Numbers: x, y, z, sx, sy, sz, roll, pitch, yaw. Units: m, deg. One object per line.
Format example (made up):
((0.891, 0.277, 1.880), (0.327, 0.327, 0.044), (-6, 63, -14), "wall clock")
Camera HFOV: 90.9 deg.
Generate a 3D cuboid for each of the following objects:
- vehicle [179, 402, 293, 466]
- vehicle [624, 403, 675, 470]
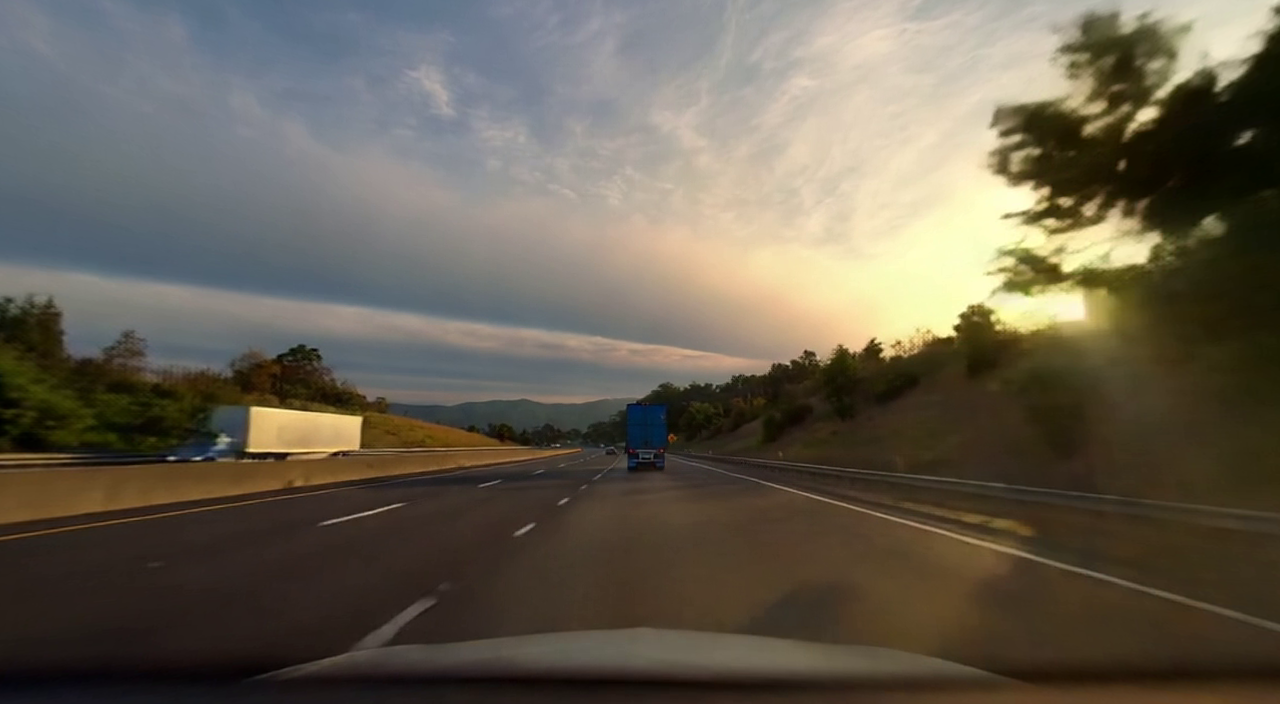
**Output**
((-23.322, 4.839, 36.836), (2.826, 3.425, 5.785), (0, -9, -2), "vehicle")
((0.415, 5.927, 43.466), (3.055, 4.009, 10.972), (0, -9, -2), "vehicle")
